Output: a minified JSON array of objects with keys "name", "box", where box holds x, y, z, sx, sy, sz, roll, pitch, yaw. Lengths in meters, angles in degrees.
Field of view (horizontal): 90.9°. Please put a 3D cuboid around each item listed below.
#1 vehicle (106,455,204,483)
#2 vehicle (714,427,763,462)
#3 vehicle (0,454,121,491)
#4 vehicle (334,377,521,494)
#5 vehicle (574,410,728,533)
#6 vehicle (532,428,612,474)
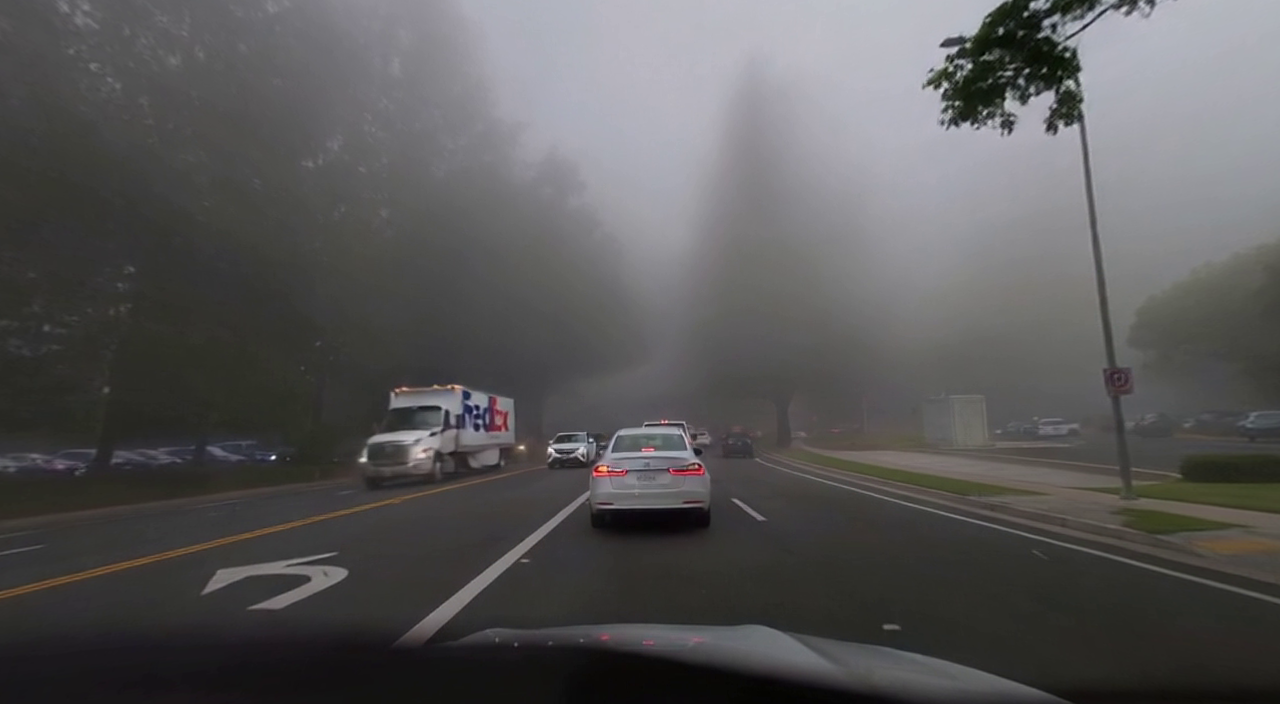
[{"name":"vehicle","box":[-27.042,6.510,35.195,4.260,1.498,1.769,-2,-8,9]},{"name":"vehicle","box":[5.402,5.162,35.113,2.155,1.786,4.459,-1,-8,3]},{"name":"vehicle","box":[-28.015,5.754,30.232,4.743,1.671,1.842,-1,-8,4]},{"name":"vehicle","box":[-6.995,3.072,22.891,2.961,3.316,9.483,-1,-8,4]},{"name":"vehicle","box":[0.180,1.982,10.996,2.154,1.710,4.128,-1,-8,1]},{"name":"vehicle","box":[-2.755,4.191,26.943,2.057,1.786,4.725,-2,-8,11]}]
